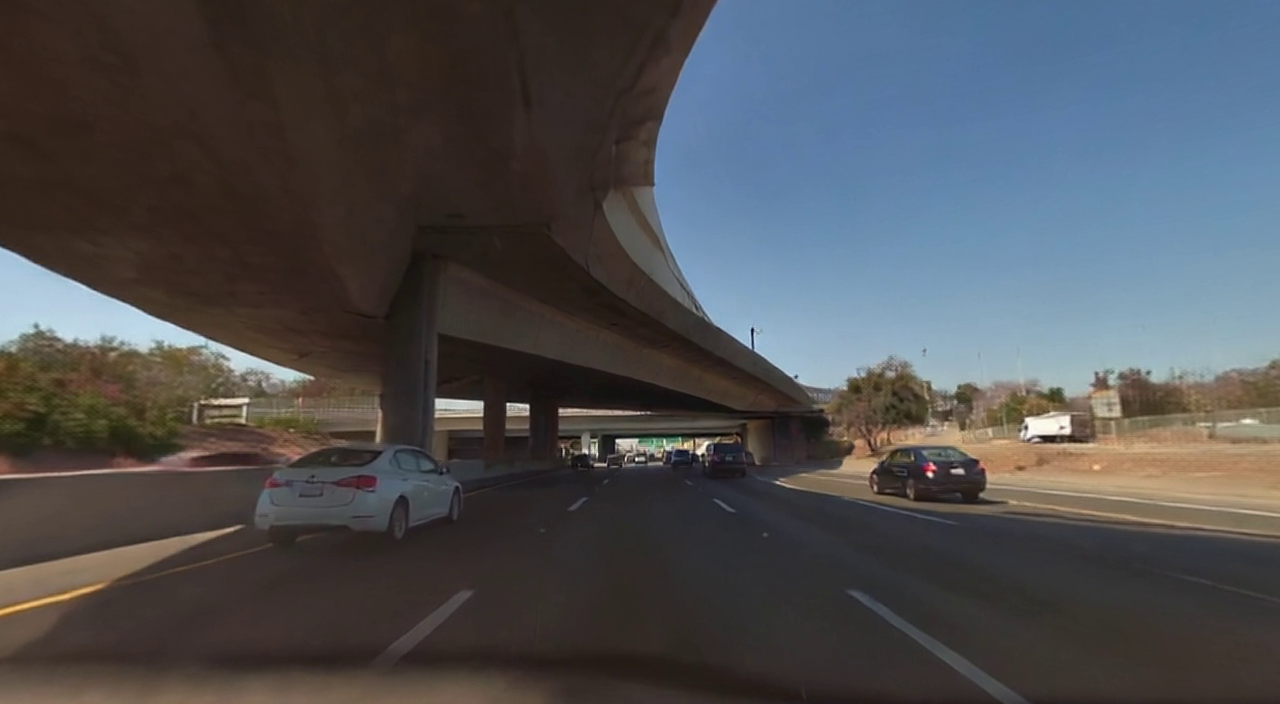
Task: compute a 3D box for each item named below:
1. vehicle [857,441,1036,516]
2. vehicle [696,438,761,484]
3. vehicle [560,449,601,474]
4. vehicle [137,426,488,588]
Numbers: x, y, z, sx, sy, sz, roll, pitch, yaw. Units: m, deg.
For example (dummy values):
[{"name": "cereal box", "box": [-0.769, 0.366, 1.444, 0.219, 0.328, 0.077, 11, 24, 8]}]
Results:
[{"name": "vehicle", "box": [6.903, 2.892, 14.856, 1.989, 1.472, 4.322, 0, -9, 0]}, {"name": "vehicle", "box": [3.604, 4.547, 26.441, 2.072, 1.761, 4.242, 0, -9, 0]}, {"name": "vehicle", "box": [-3.572, 6.740, 38.909, 2.047, 1.464, 4.387, 0, -9, 1]}, {"name": "vehicle", "box": [-3.593, 1.813, 8.228, 1.997, 1.476, 4.703, 0, -9, 1]}]
